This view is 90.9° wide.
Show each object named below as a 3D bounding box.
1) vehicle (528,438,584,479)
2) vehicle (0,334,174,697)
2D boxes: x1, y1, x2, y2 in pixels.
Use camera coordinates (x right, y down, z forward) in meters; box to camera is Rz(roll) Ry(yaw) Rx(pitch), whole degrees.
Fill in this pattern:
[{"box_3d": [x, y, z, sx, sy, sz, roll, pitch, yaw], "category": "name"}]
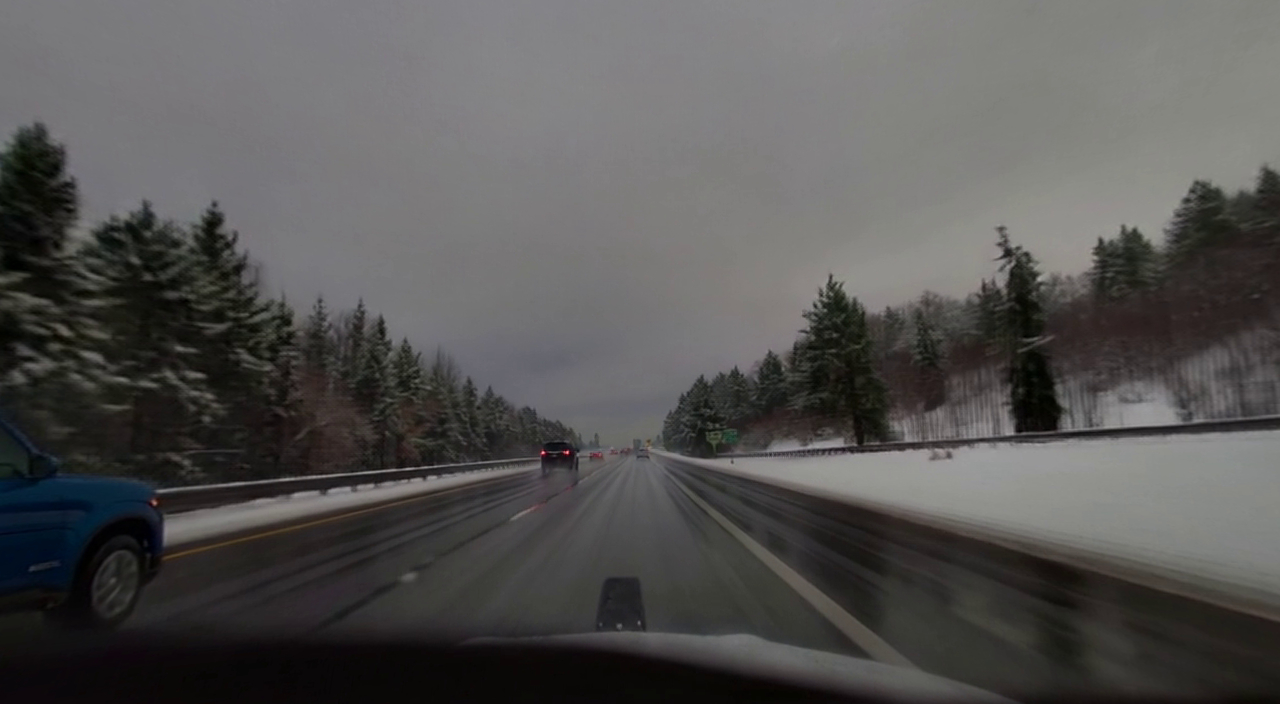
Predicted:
[{"box_3d": [-3.976, 5.135, 30.541, 2.056, 1.811, 4.202, -1, -9, 1], "category": "vehicle"}, {"box_3d": [-4.515, 0.706, 2.223, 2.102, 1.941, 4.703, 0, -9, 0], "category": "vehicle"}]
